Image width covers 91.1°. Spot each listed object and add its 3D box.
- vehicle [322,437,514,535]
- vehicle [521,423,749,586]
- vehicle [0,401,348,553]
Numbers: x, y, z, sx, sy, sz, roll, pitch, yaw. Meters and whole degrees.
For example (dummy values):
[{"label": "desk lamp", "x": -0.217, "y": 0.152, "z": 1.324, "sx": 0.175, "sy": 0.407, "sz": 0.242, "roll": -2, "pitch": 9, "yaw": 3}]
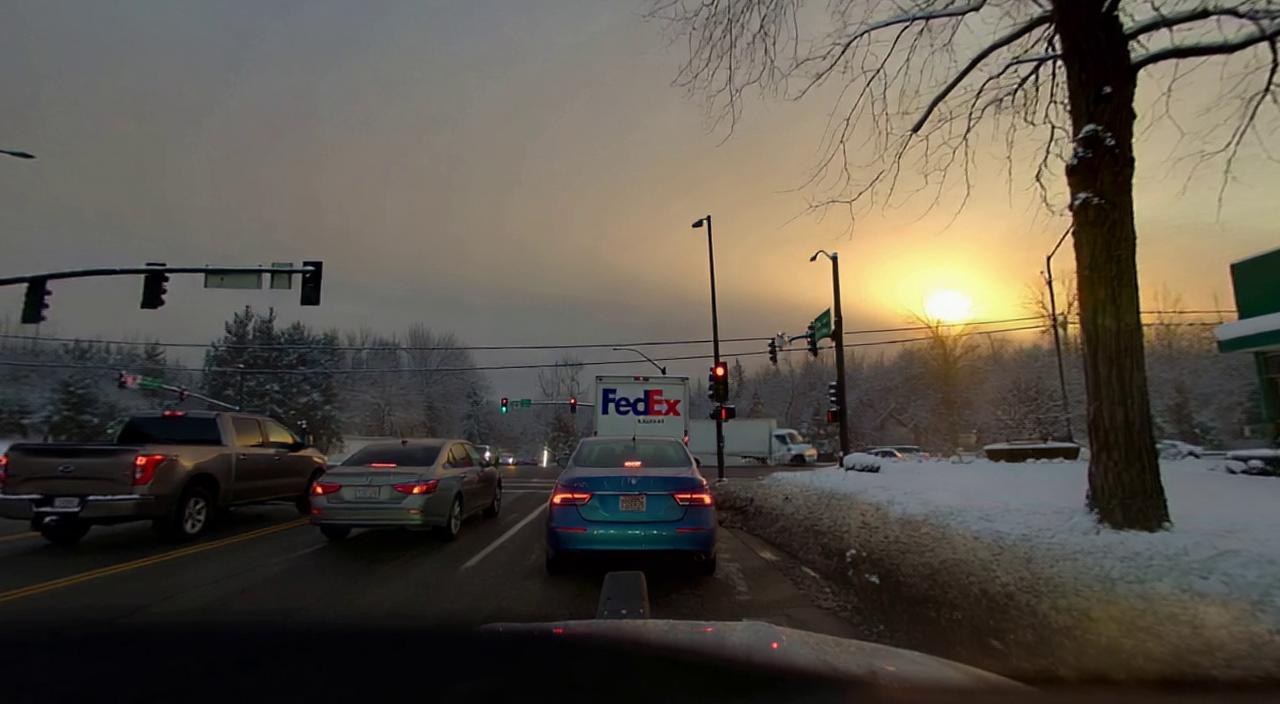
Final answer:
[{"label": "vehicle", "x": -3.878, "y": 2.398, "z": 11.923, "sx": 1.949, "sy": 1.487, "sz": 4.390, "roll": 0, "pitch": -9, "yaw": 1}, {"label": "vehicle", "x": -0.047, "y": 1.764, "z": 8.124, "sx": 2.145, "sy": 1.513, "sz": 4.269, "roll": 0, "pitch": -9, "yaw": 0}, {"label": "vehicle", "x": -7.300, "y": 1.981, "z": 10.718, "sx": 2.125, "sy": 1.893, "sz": 5.498, "roll": 0, "pitch": -9, "yaw": -2}]
